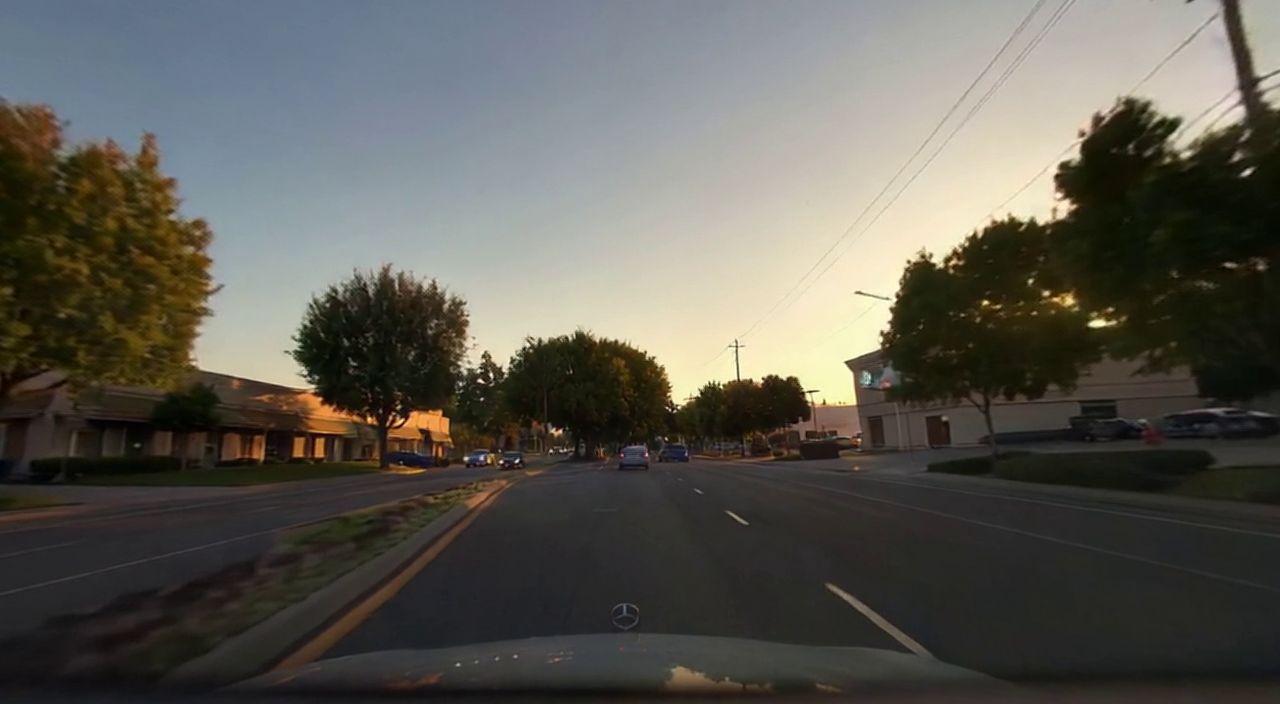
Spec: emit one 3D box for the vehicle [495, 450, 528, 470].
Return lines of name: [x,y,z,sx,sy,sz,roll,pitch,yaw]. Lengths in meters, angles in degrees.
vehicle: [-10.049,8.452,49.535,1.795,1.426,4.216,0,-8,0]

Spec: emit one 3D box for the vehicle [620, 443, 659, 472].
vehicle: [-0.091,5.684,34.030,1.998,1.452,3.773,0,-8,-2]
